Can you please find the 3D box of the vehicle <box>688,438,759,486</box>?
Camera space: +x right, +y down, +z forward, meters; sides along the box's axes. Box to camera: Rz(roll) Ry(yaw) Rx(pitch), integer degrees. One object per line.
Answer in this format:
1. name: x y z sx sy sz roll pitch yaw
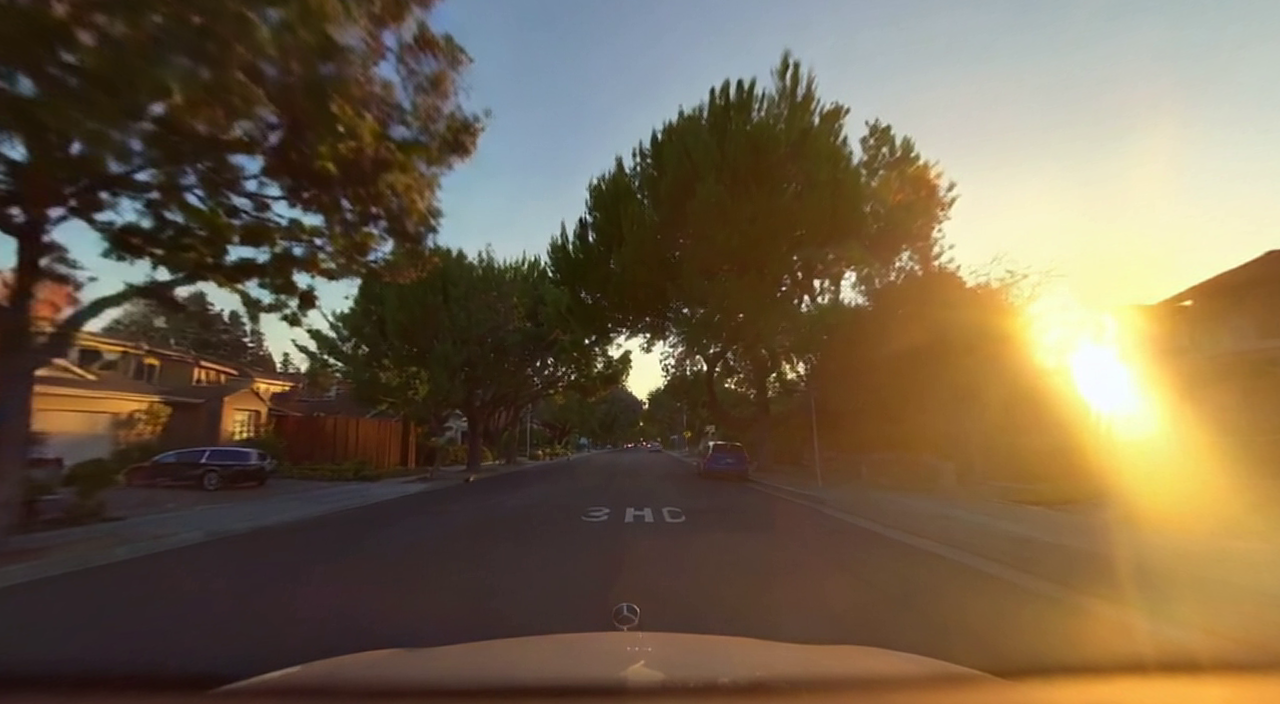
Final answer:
1. vehicle: 3.049 4.117 24.019 2.114 1.633 4.042 0 -8 -1
